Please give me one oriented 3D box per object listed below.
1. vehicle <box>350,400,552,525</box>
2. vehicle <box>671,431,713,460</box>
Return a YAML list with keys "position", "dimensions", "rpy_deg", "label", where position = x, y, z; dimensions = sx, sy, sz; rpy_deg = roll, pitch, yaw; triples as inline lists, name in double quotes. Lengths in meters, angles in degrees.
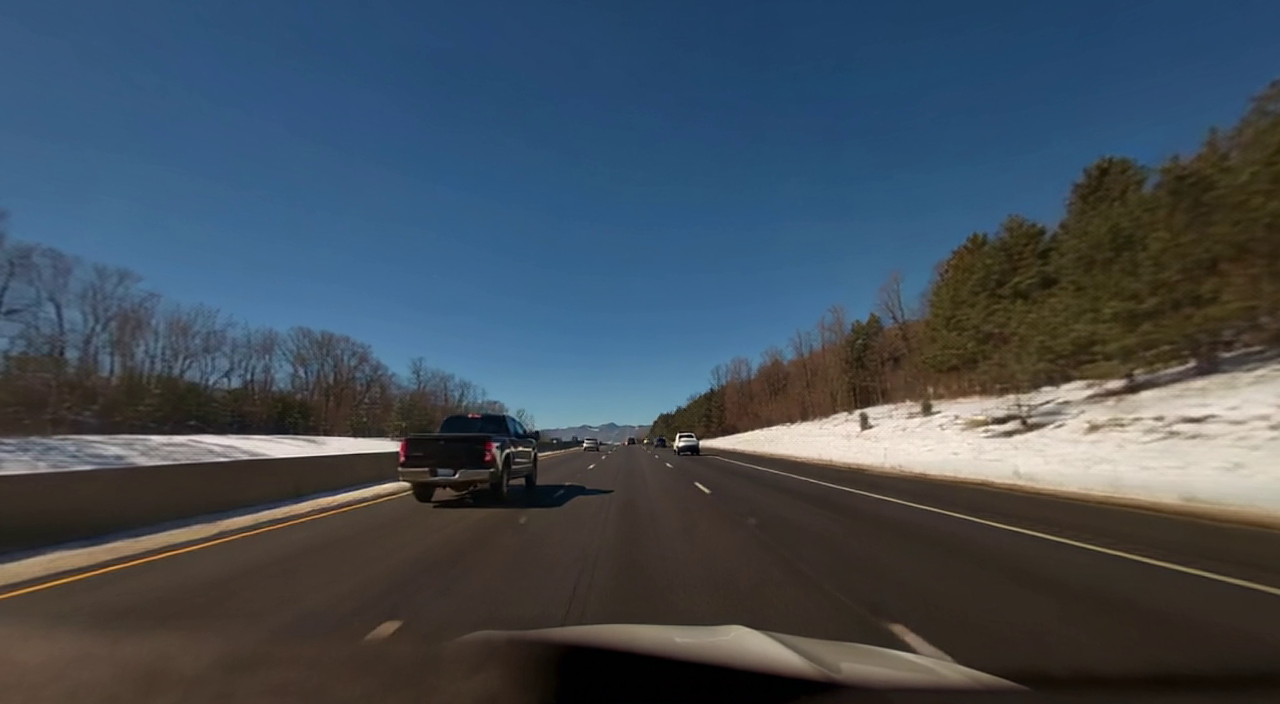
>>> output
- position: [-3.043, 1.903, 11.402]
  dimensions: [2.185, 1.772, 4.656]
  rpy_deg: [0, -8, 0]
  label: "vehicle"
- position: [3.165, 5.790, 39.085]
  dimensions: [2.124, 1.696, 4.173]
  rpy_deg: [0, -8, -2]
  label: "vehicle"
